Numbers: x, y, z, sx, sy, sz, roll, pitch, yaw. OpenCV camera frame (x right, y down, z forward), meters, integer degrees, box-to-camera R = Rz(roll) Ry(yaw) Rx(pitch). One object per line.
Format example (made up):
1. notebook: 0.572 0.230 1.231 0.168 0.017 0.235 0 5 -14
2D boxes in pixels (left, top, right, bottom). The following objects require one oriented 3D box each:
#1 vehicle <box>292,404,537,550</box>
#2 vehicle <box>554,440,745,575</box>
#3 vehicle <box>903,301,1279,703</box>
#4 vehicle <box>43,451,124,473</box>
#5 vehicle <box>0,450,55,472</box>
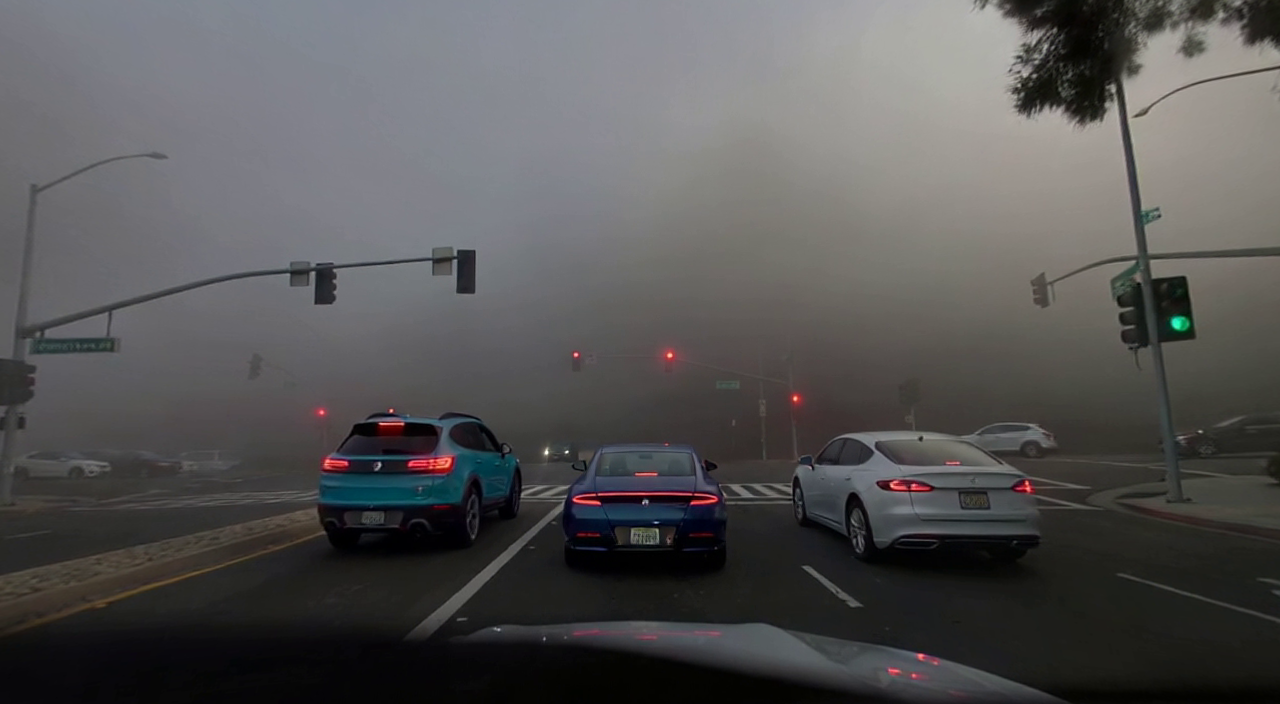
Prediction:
1. vehicle: -3.166 1.890 10.198 2.061 1.781 4.842 0 -8 1
2. vehicle: 0.114 1.870 8.380 1.945 1.343 3.827 0 -8 1
3. vehicle: 3.100 0.804 2.523 2.143 1.759 4.531 0 -8 1
4. vehicle: -41.296 8.157 46.788 4.195 1.533 1.752 0 -8 -3
5. vehicle: -46.156 7.962 46.166 4.545 1.558 1.833 0 -8 -4
